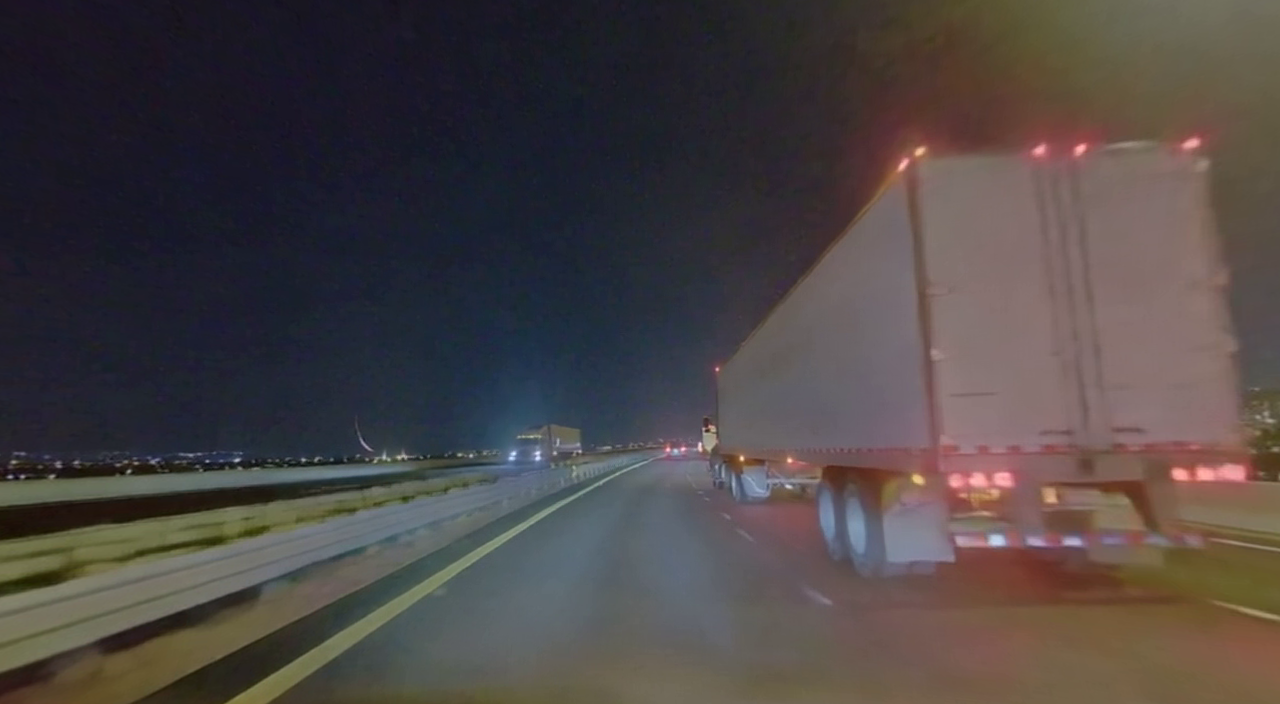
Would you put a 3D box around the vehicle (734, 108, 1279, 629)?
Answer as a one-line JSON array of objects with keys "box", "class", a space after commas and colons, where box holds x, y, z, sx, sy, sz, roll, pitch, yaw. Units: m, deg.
[{"box": [4.044, 0.964, 11.035, 2.965, 4.028, 12.529, 0, -9, 1], "class": "vehicle"}]
